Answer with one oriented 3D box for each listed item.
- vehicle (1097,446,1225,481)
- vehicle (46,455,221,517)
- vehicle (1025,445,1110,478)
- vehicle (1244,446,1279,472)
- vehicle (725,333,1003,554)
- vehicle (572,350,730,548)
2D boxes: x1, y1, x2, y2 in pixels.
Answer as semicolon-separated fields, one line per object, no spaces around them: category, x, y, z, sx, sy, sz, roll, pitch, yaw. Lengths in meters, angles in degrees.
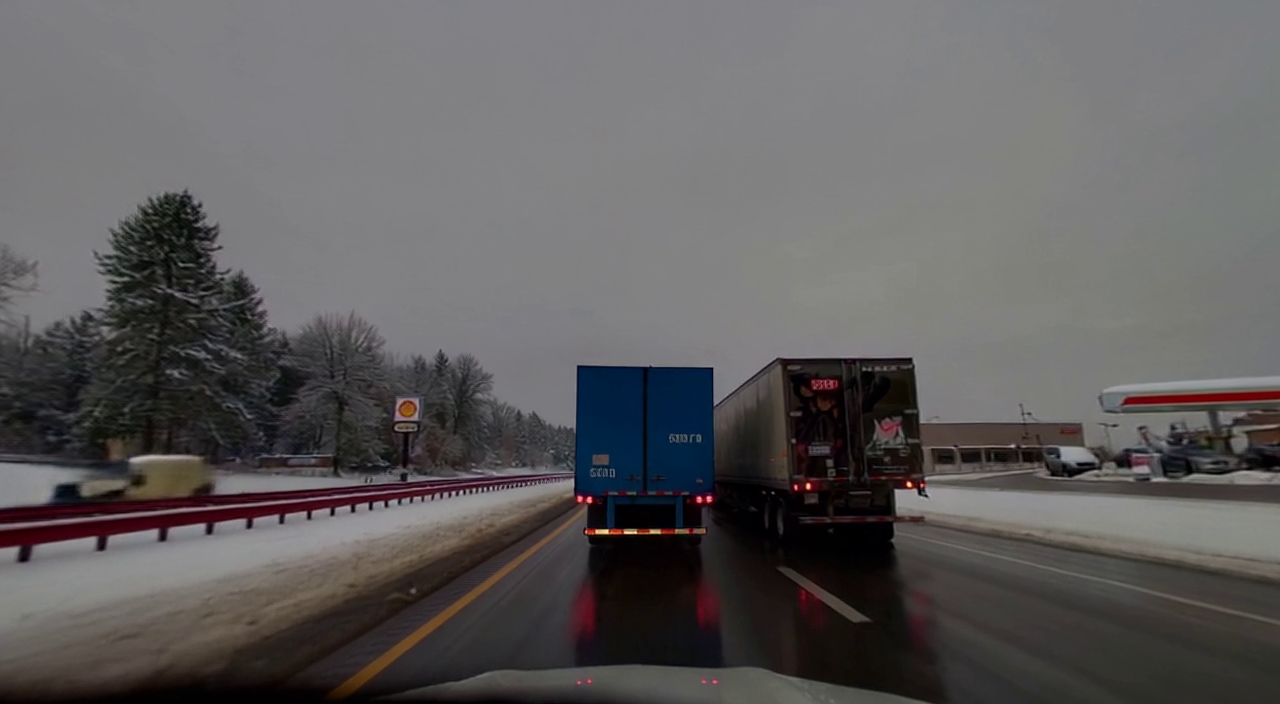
vehicle;24.556;5.315;29.918;1.762;1.470;4.485;3;-11;-10
vehicle;-16.745;4.444;21.234;1.981;1.824;4.637;1;-10;0
vehicle;24.673;6.360;36.526;1.919;1.722;4.024;1;-10;-2
vehicle;37.807;6.398;37.468;4.208;1.429;1.820;8;-13;-36
vehicle;4.350;2.345;15.260;2.936;3.640;9.443;1;-10;-2
vehicle;0.122;2.402;15.030;2.618;3.306;8.676;1;-10;-1
